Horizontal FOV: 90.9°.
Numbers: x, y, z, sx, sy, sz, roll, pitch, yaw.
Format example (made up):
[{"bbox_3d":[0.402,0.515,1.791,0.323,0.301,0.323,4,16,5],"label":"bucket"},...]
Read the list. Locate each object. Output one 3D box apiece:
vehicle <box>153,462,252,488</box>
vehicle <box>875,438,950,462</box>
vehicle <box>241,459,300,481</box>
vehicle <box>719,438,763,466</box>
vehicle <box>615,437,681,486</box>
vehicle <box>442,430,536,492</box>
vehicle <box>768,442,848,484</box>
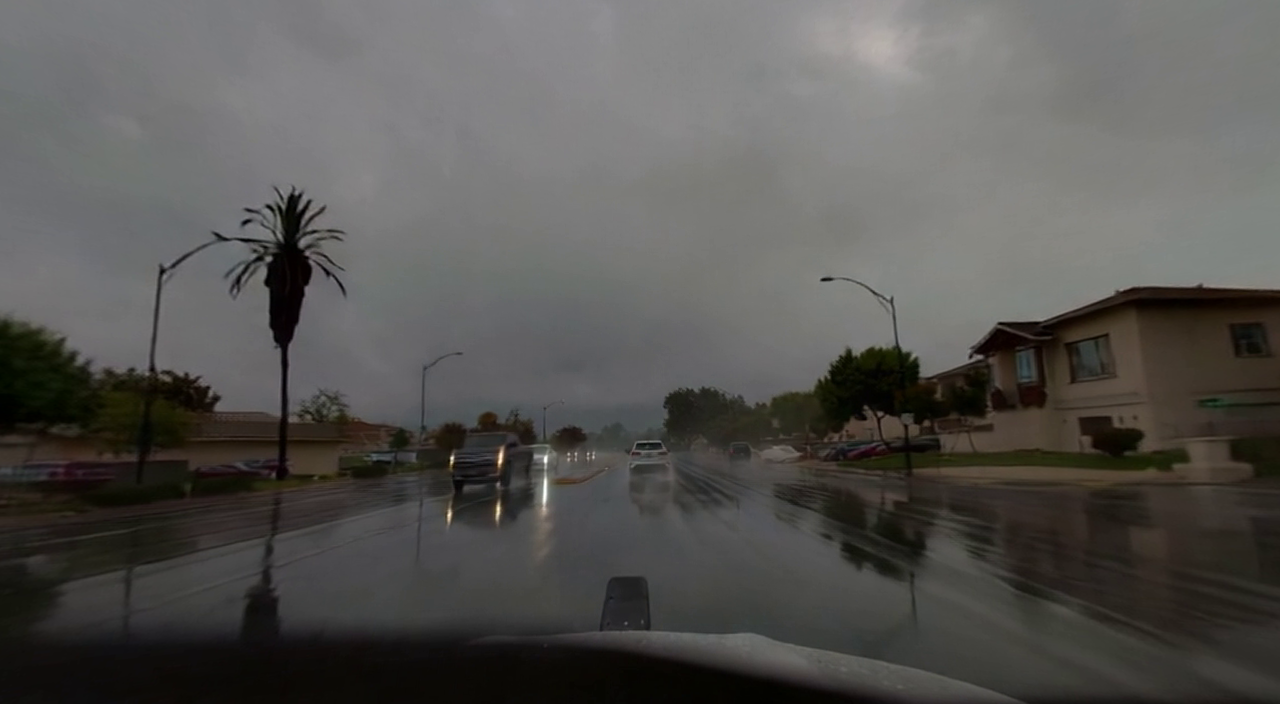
[{"bbox_3d":[-26.394,7.411,38.132,4.548,1.441,1.946,0,-8,2],"label":"vehicle"},{"bbox_3d":[19.049,6.847,44.202,4.368,1.499,1.828,-2,-8,2],"label":"vehicle"},{"bbox_3d":[-26.563,8.466,45.485,1.726,1.442,4.081,0,-9,1],"label":"vehicle"},{"bbox_3d":[7.516,7.506,47.475,2.436,2.010,5.595,0,-9,0],"label":"vehicle"},{"bbox_3d":[0.234,4.125,24.086,2.289,1.679,4.180,0,-9,-1],"label":"vehicle"},{"bbox_3d":[-5.213,3.822,22.488,2.193,1.967,4.600,0,-9,0],"label":"vehicle"},{"bbox_3d":[6.411,4.269,24.528,1.897,1.477,4.360,0,-9,0],"label":"vehicle"}]
